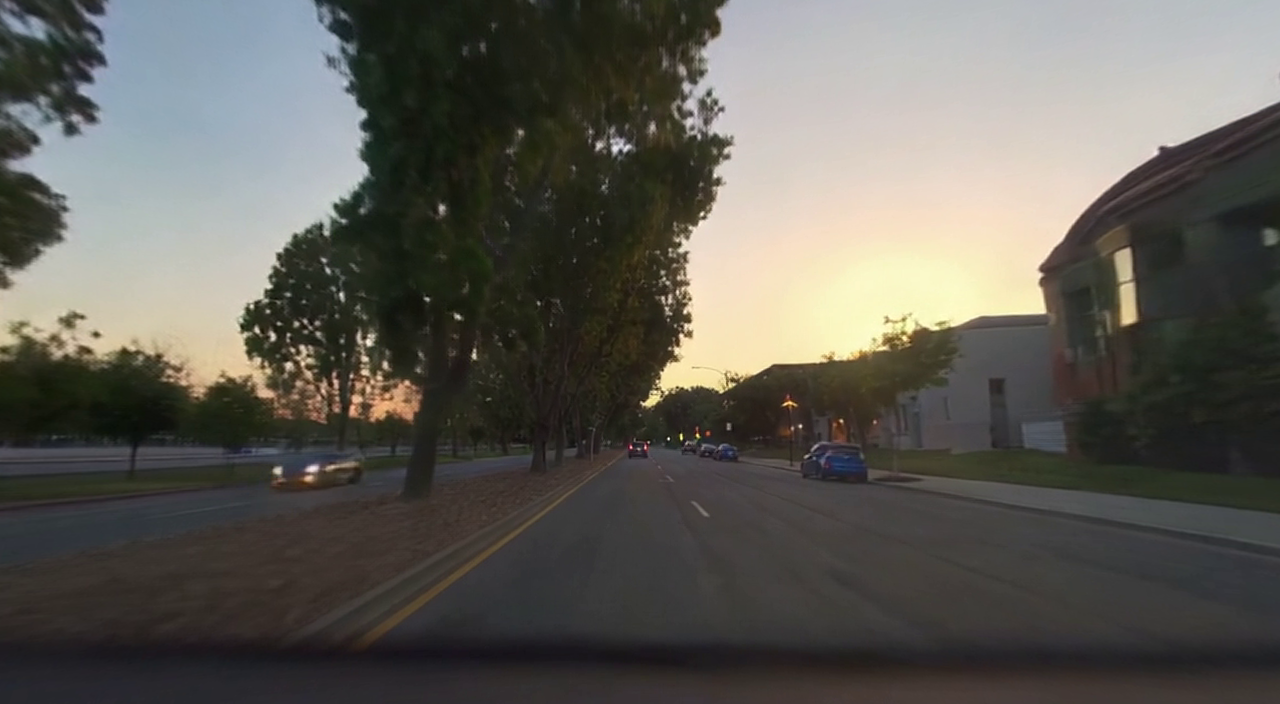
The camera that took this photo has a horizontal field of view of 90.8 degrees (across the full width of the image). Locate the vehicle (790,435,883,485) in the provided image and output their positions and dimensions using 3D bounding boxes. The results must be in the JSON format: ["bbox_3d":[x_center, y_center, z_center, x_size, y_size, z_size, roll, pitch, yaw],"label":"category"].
[{"bbox_3d":[7.846,4.369,25.826,2.167,1.848,4.713,0,-8,-1],"label":"vehicle"}]
